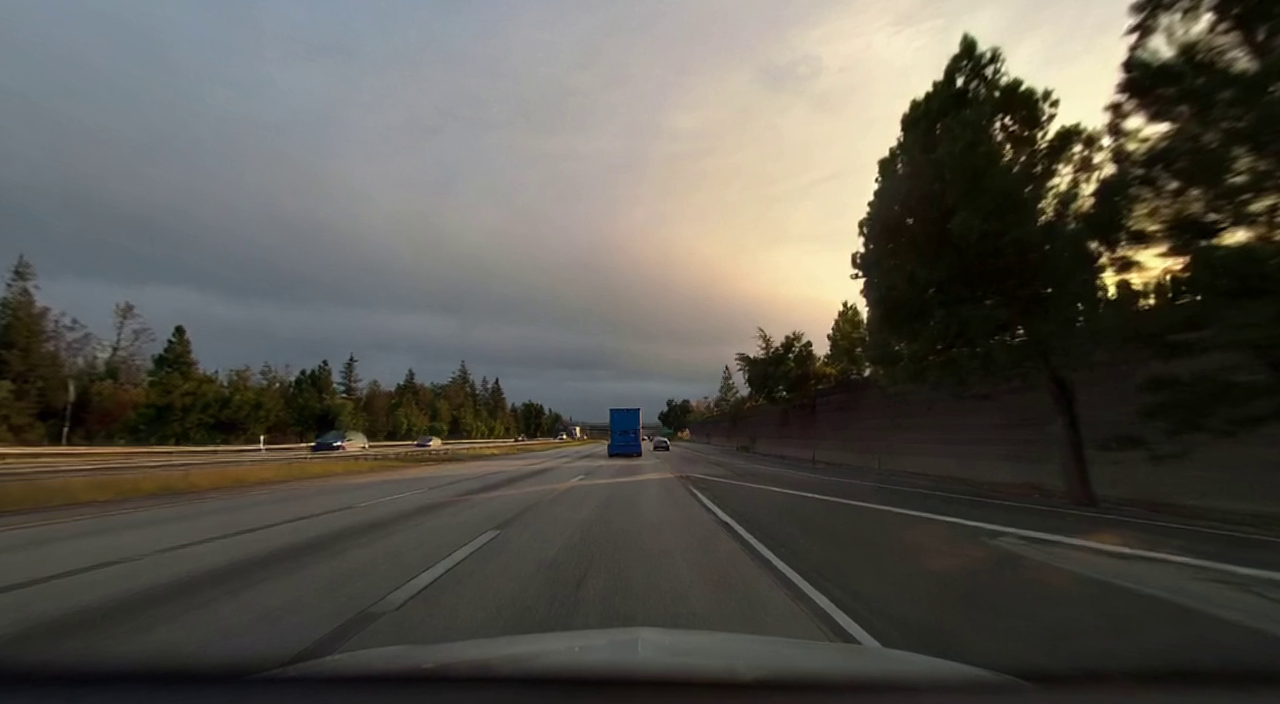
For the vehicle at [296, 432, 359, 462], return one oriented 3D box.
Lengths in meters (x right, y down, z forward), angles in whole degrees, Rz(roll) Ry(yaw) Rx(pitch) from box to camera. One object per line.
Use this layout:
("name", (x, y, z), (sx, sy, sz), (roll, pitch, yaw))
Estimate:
("vehicle", (-19.913, 6.046, 40.371), (2.157, 1.776, 4.374), (0, -7, -6))
